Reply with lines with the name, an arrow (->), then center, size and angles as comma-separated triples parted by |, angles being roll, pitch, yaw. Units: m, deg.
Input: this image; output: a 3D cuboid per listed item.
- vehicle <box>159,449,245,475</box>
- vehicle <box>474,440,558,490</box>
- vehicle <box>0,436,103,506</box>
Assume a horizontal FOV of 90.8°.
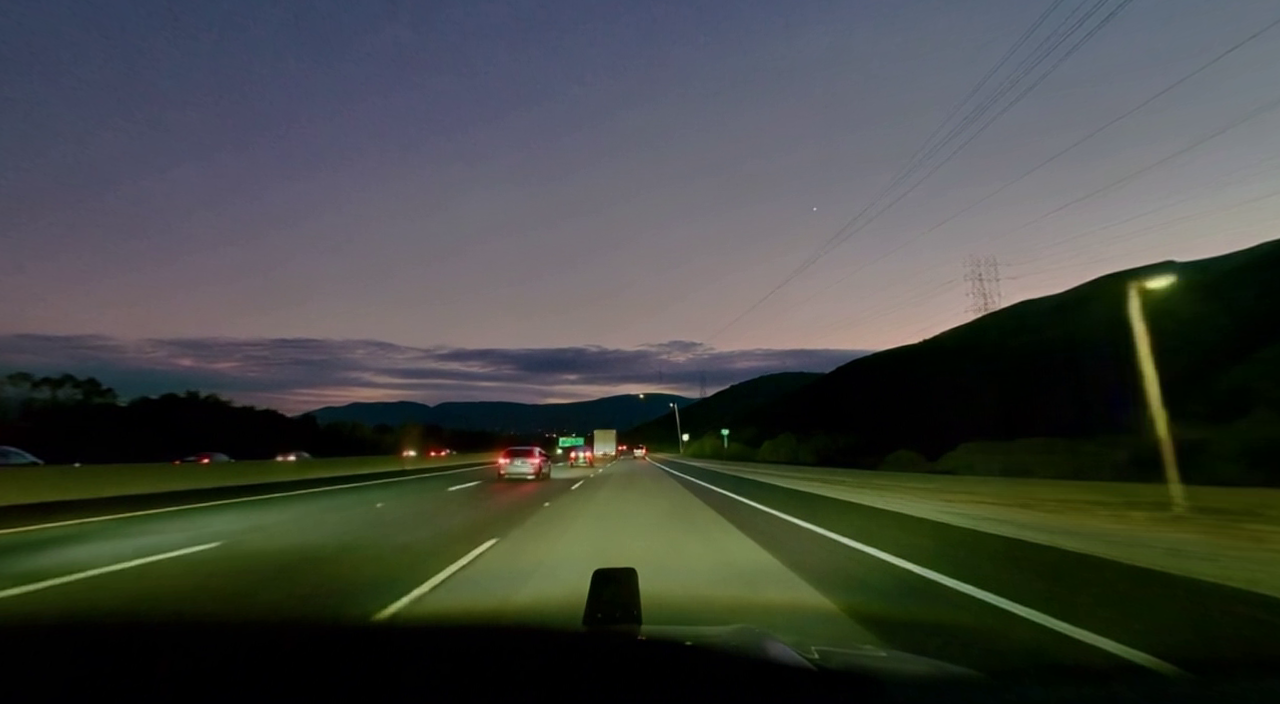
vehicle -> -26.089, 6.533, 37.810 | 1.841, 1.449, 4.570 | 0, -9, 0
vehicle -> -4.166, 3.856, 21.979 | 1.963, 1.533, 4.477 | 0, -9, 0
vehicle -> -14.823, 2.550, 13.492 | 2.015, 1.505, 5.310 | 0, -9, 0
